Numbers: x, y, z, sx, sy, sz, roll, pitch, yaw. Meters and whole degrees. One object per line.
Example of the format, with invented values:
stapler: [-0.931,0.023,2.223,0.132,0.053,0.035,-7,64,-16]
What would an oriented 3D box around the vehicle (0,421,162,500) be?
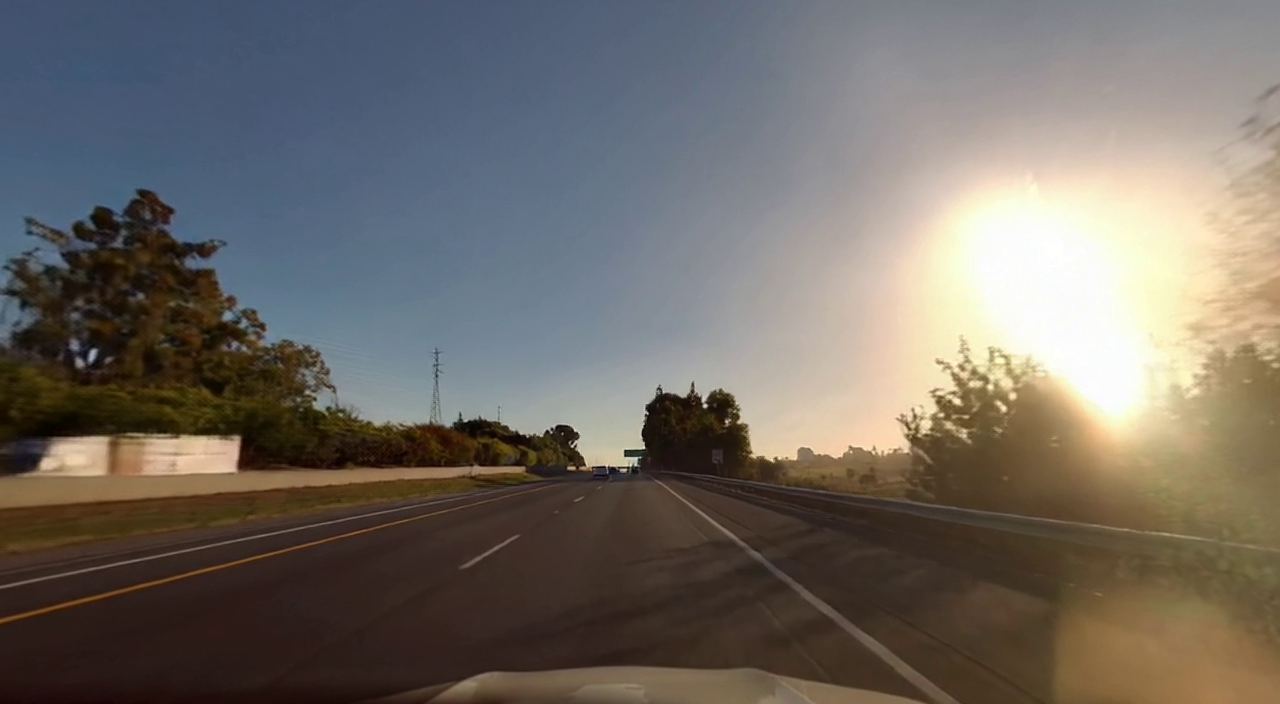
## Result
vehicle: [-24.776,4.711,27.170,2.567,2.922,7.116,1,-11,0]
